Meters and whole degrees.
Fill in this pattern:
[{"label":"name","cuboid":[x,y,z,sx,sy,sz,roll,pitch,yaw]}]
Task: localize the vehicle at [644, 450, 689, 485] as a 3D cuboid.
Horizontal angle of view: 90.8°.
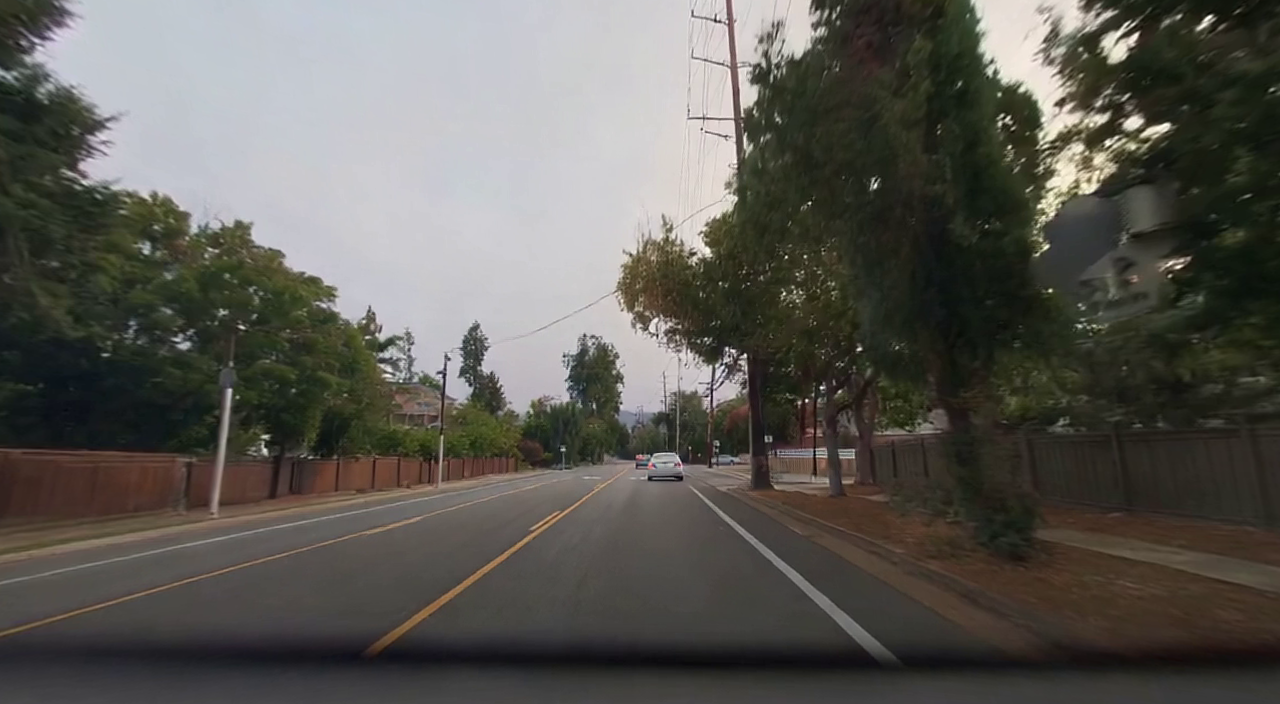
[{"label":"vehicle","cuboid":[1.207,5.408,29.877,1.975,1.497,3.647,0,-8,1]}]
